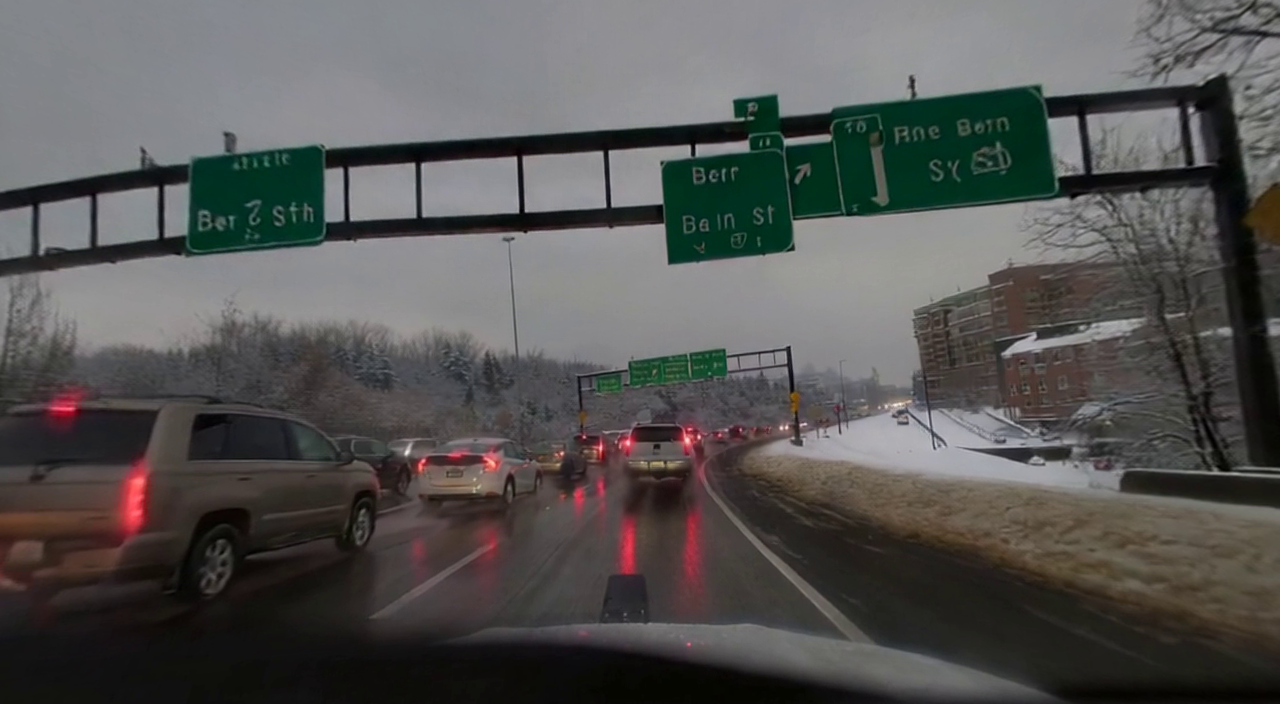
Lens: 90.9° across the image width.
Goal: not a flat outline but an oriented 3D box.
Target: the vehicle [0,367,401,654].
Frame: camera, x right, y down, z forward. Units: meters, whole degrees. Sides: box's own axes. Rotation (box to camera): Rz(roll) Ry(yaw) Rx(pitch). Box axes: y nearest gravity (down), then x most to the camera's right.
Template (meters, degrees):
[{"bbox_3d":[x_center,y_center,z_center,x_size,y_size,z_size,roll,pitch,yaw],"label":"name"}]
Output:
[{"bbox_3d":[-4.134,1.334,6.259,1.850,1.862,4.150,0,-9,0],"label":"vehicle"}]

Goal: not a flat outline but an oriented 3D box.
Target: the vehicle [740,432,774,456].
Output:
[{"bbox_3d":[8.905,6.974,47.731,2.329,1.760,4.525,-2,-9,12],"label":"vehicle"}]

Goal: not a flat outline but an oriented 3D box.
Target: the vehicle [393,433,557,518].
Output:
[{"bbox_3d":[-3.286,2.586,13.814,1.998,1.494,5.020,0,-9,3],"label":"vehicle"}]

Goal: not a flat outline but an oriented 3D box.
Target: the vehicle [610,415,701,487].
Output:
[{"bbox_3d":[0.602,3.310,21.237,2.616,2.063,5.933,0,-9,3],"label":"vehicle"}]
